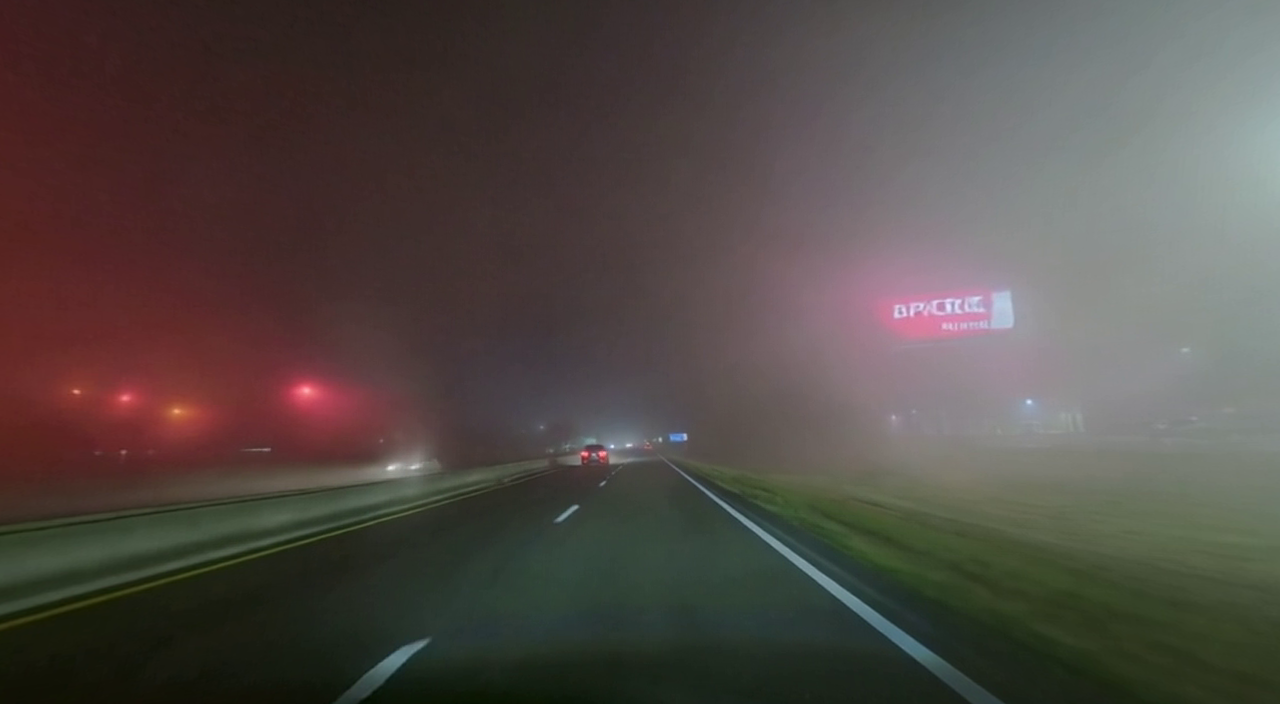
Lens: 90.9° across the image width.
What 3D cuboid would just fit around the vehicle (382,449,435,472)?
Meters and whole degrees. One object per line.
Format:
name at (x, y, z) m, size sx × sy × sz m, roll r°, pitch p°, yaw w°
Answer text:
vehicle at (-16.240, 7.607, 44.526) m, size 1.823 × 1.464 × 4.626 m, roll -1°, pitch -8°, yaw 2°

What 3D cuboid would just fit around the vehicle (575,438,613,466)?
vehicle at (-3.169, 7.008, 44.295) m, size 2.159 × 1.793 × 5.027 m, roll -1°, pitch -8°, yaw 1°
